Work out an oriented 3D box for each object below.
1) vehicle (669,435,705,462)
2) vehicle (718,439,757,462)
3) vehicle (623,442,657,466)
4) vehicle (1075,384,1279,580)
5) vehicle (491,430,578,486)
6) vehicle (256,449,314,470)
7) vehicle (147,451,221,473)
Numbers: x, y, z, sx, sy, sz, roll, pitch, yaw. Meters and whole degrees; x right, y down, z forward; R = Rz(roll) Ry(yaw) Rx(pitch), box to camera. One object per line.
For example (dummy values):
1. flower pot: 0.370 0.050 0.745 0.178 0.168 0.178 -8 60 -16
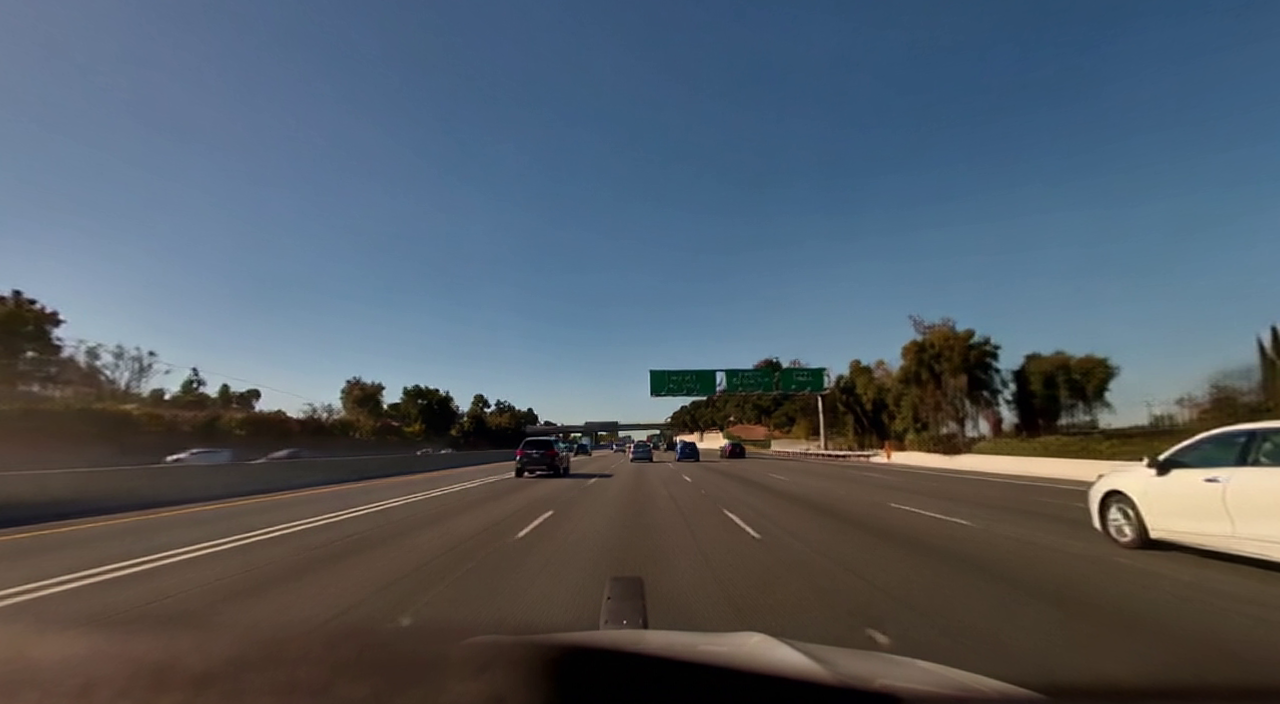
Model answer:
1. vehicle: 3.656 7.600 49.649 2.348 1.991 5.460 0 -8 0
2. vehicle: 7.429 7.591 48.575 2.196 1.659 4.451 0 -8 -1
3. vehicle: -0.015 6.523 40.376 2.050 1.452 3.917 0 -8 0
4. vehicle: 6.847 1.183 5.801 2.123 1.756 4.959 0 -8 0
5. vehicle: -3.594 3.724 22.489 2.118 1.750 4.875 -1 -8 2
6. vehicle: -26.702 8.095 47.576 1.814 1.465 4.230 -1 -8 2
7. vehicle: -34.277 8.278 47.577 1.980 1.539 4.797 0 -8 1
